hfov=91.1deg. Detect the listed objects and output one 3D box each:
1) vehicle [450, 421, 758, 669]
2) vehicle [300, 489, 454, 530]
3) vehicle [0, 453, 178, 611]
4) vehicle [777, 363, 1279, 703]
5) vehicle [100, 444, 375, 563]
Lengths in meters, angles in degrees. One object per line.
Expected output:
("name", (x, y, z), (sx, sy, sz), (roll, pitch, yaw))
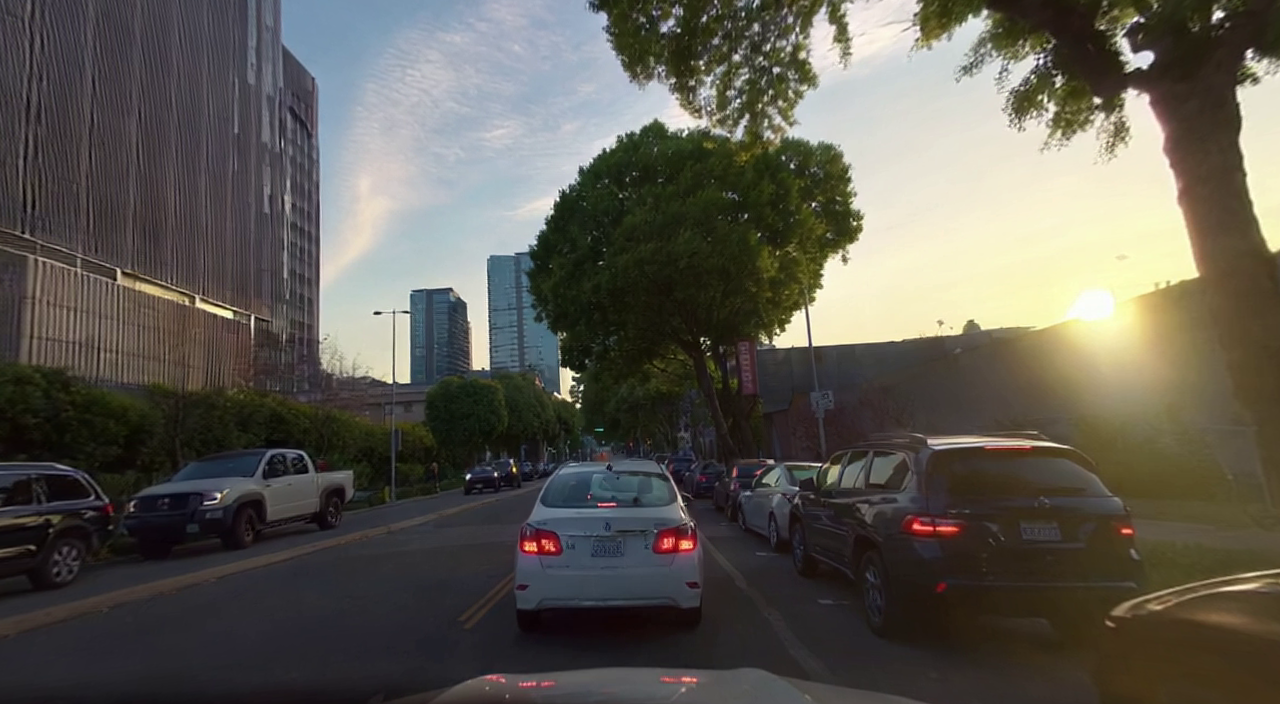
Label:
("vehicle", (-0.215, 1.606, 6.036), (2.018, 1.583, 3.646), (1, -10, 1))
("vehicle", (-6.967, 4.281, 17.338), (2.223, 0.774, 4.789), (1, -10, 0))
("vehicle", (-6.989, 1.700, 5.990), (1.900, 1.471, 4.202), (1, -10, 0))
("vehicle", (2.711, 1.431, 5.783), (1.868, 1.920, 4.501), (1, -10, 0))
("vehicle", (-6.830, 2.598, 11.466), (1.994, 1.701, 4.520), (0, -10, 0))
